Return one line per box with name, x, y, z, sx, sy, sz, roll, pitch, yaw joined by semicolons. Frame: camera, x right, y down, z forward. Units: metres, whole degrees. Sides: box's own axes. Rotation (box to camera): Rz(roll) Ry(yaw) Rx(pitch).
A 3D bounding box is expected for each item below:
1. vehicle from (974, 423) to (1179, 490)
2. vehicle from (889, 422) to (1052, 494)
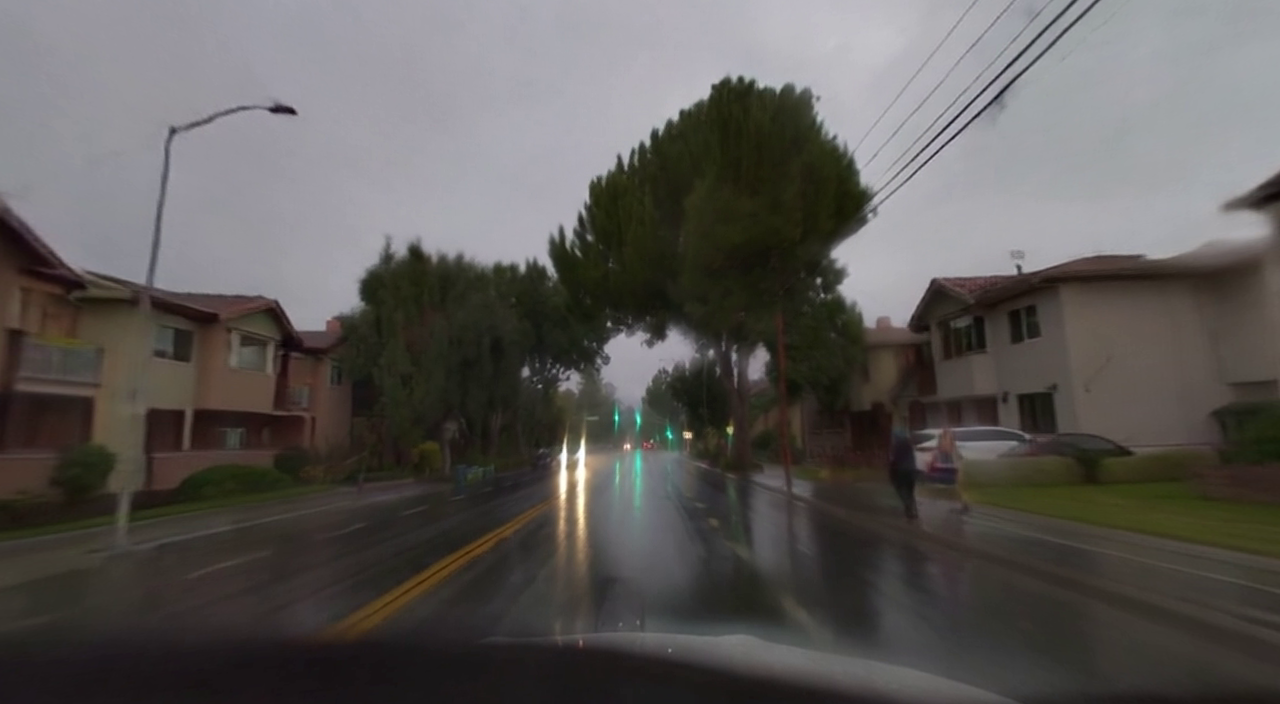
vehicle;12.031;2.943;17.991;2.181;1.530;4.867;-2;-9;-3
vehicle;9.230;3.026;18.258;2.121;1.785;4.693;0;-9;0
